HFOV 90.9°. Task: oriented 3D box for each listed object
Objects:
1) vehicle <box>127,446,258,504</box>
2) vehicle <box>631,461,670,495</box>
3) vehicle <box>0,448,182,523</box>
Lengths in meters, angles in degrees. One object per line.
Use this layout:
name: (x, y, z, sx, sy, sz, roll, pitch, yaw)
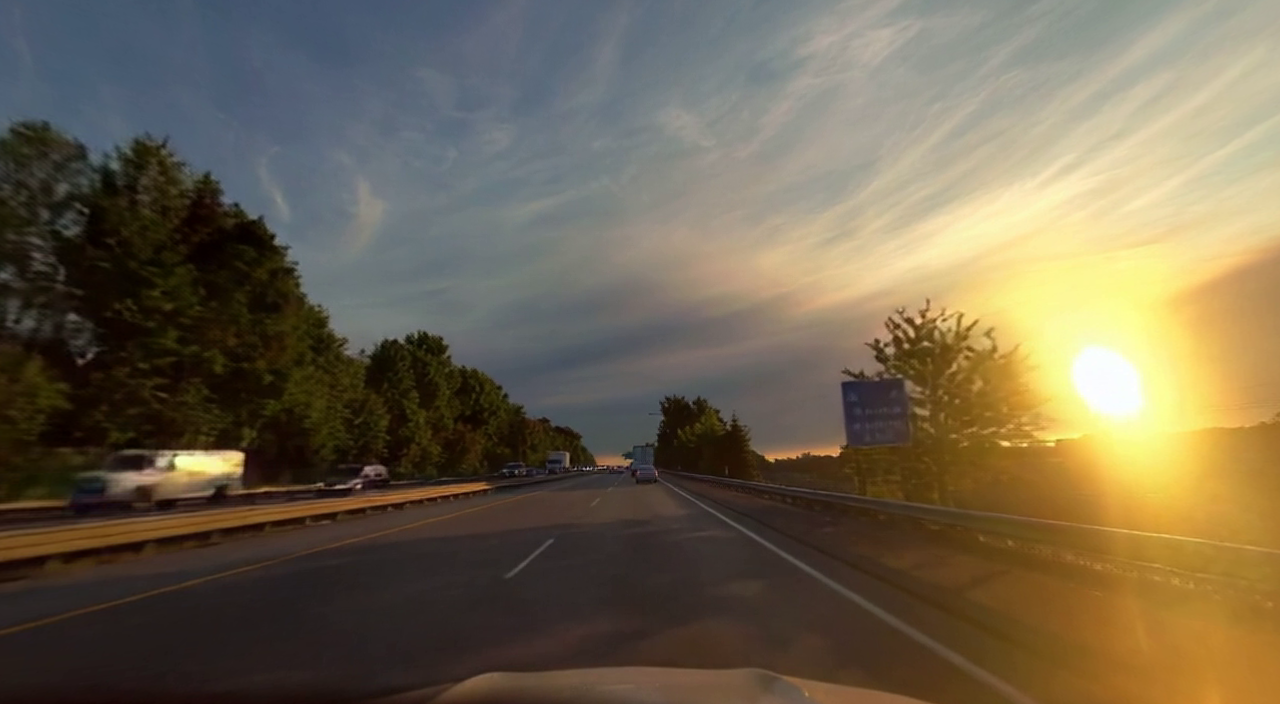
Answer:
vehicle: (-16.433, 4.557, 23.401, 2.019, 1.928, 3.657, 0, -10, 1)
vehicle: (0.553, 6.914, 34.760, 2.048, 1.663, 4.377, 1, -10, 0)
vehicle: (-16.350, 3.762, 18.181, 2.028, 1.777, 5.635, 1, -10, 0)
